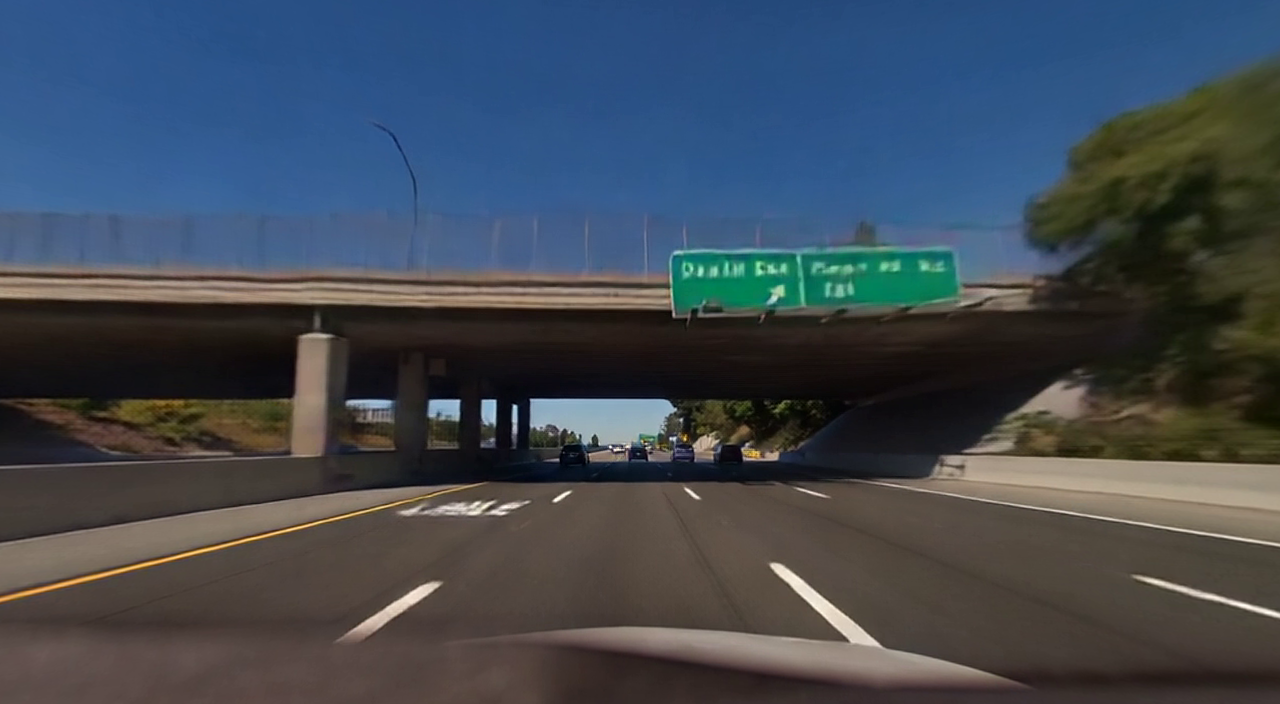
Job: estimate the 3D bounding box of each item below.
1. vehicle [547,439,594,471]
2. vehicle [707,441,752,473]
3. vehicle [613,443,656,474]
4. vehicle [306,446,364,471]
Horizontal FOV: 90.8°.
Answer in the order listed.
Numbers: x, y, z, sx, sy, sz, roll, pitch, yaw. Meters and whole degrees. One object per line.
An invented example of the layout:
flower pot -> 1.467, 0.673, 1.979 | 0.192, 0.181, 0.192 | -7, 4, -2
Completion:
vehicle -> -4.015, 6.033, 37.312 | 2.113, 1.756, 4.471 | 0, -9, 2
vehicle -> 4.916, 5.816, 35.241 | 1.936, 1.625, 3.991 | 0, -9, 1
vehicle -> -0.225, 5.435, 32.477 | 2.075, 1.486, 4.007 | 0, -9, 1
vehicle -> -20.612, 7.186, 42.867 | 1.833, 1.566, 4.025 | 0, -9, 1
